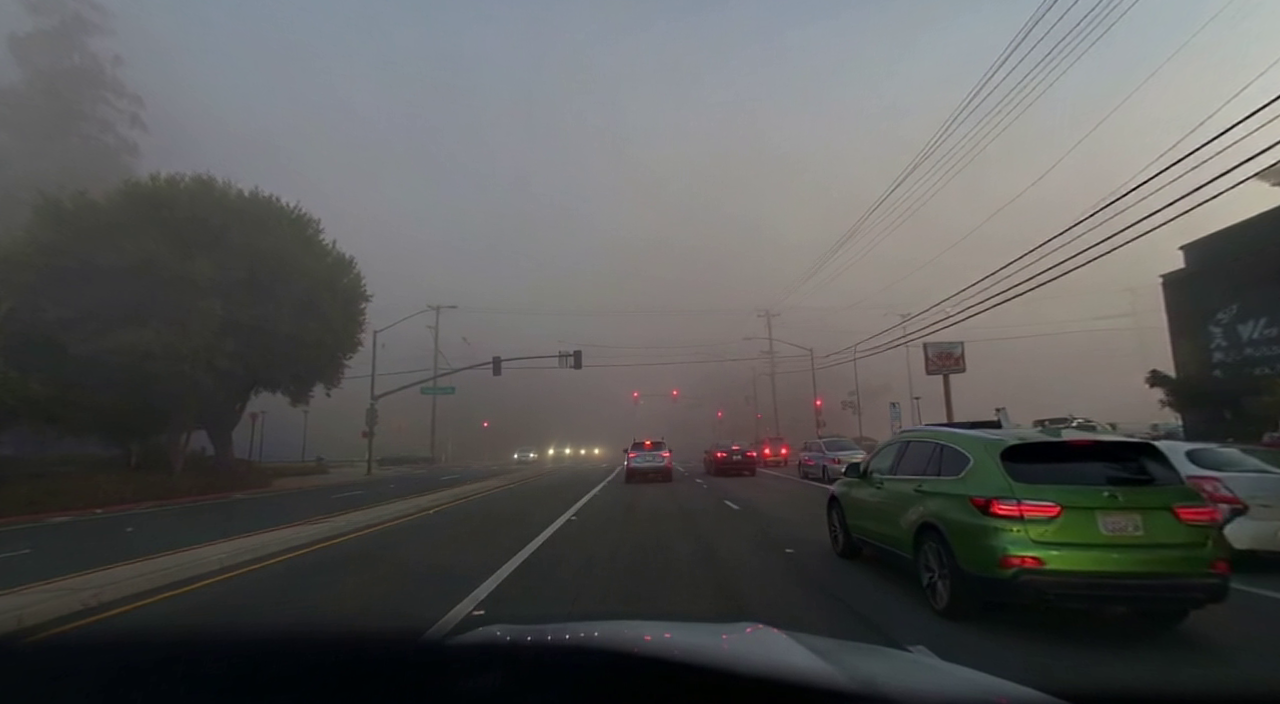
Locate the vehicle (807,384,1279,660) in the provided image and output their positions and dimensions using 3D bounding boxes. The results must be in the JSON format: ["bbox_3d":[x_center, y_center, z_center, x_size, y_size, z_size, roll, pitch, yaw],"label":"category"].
[{"bbox_3d":[3.139,1.321,5.934,1.998,1.620,4.267,0,-9,1],"label":"vehicle"}]

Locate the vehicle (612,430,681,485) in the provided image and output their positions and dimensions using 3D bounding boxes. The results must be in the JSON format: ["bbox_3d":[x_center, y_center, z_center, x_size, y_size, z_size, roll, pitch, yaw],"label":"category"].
[{"bbox_3d":[0.220,3.572,21.609,2.149,1.668,3.962,0,-9,0],"label":"vehicle"}]

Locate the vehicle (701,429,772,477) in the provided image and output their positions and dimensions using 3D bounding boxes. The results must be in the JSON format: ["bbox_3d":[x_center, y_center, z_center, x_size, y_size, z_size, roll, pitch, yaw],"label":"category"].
[{"bbox_3d":[3.813,4.109,25.880,2.060,1.789,4.712,0,-9,-1],"label":"vehicle"}]
